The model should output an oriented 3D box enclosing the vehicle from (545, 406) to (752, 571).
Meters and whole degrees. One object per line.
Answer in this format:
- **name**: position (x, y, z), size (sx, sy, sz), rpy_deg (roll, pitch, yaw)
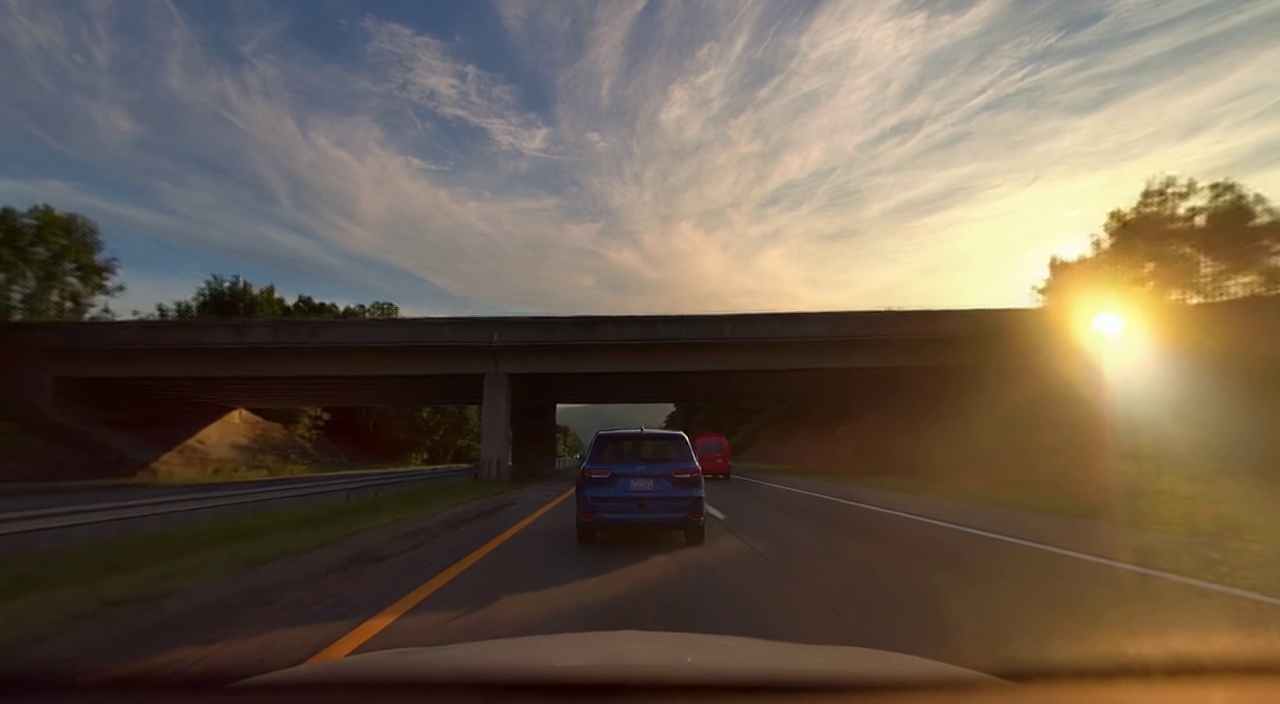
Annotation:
- **vehicle**: position (0.091, 1.834, 9.117), size (2.288, 1.823, 4.059), rpy_deg (0, -9, 0)
